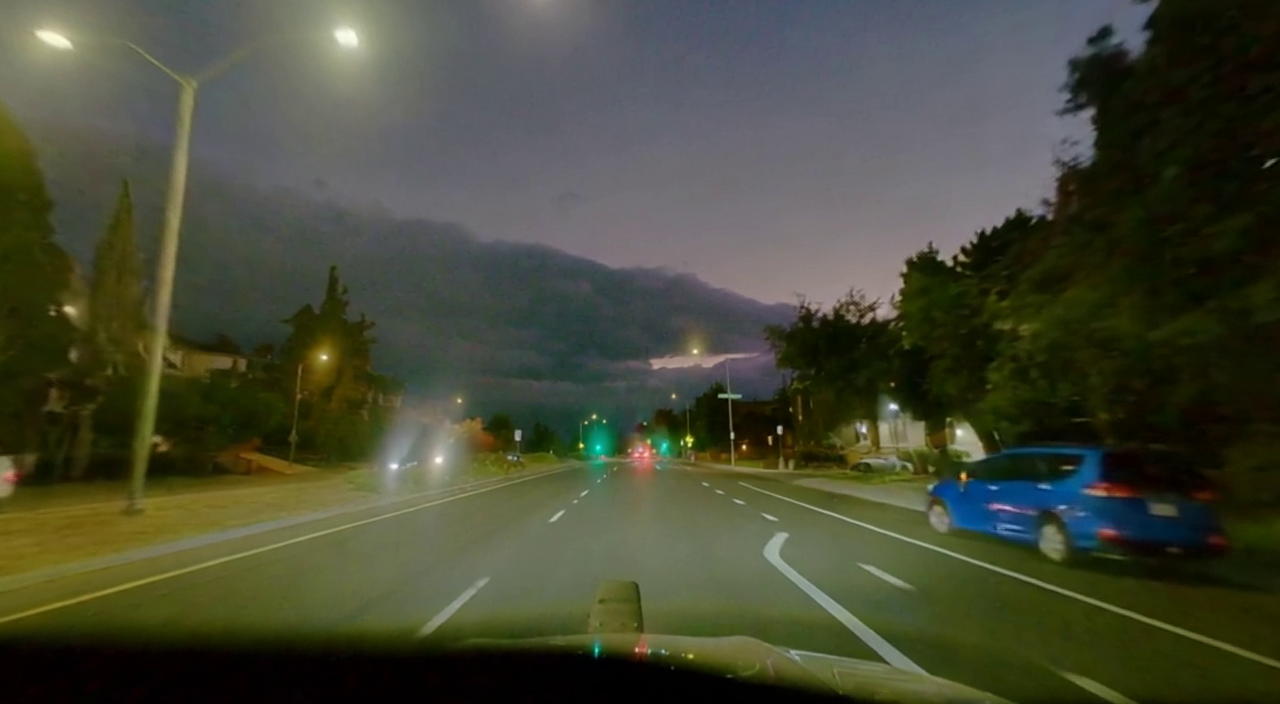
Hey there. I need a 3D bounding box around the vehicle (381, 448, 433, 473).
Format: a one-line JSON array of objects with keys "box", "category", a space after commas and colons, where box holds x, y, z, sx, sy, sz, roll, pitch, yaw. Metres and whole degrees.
[{"box": [-16.400, 7.616, 44.753, 1.912, 1.651, 4.574, 0, -9, 0], "category": "vehicle"}]

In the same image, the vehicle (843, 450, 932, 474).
[{"box": [15.907, 7.110, 40.768, 4.913, 1.470, 2.045, 0, -8, 1], "category": "vehicle"}]

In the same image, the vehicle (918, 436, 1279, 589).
[{"box": [5.909, 1.956, 8.689, 2.041, 1.519, 4.481, 0, -8, -1], "category": "vehicle"}]
